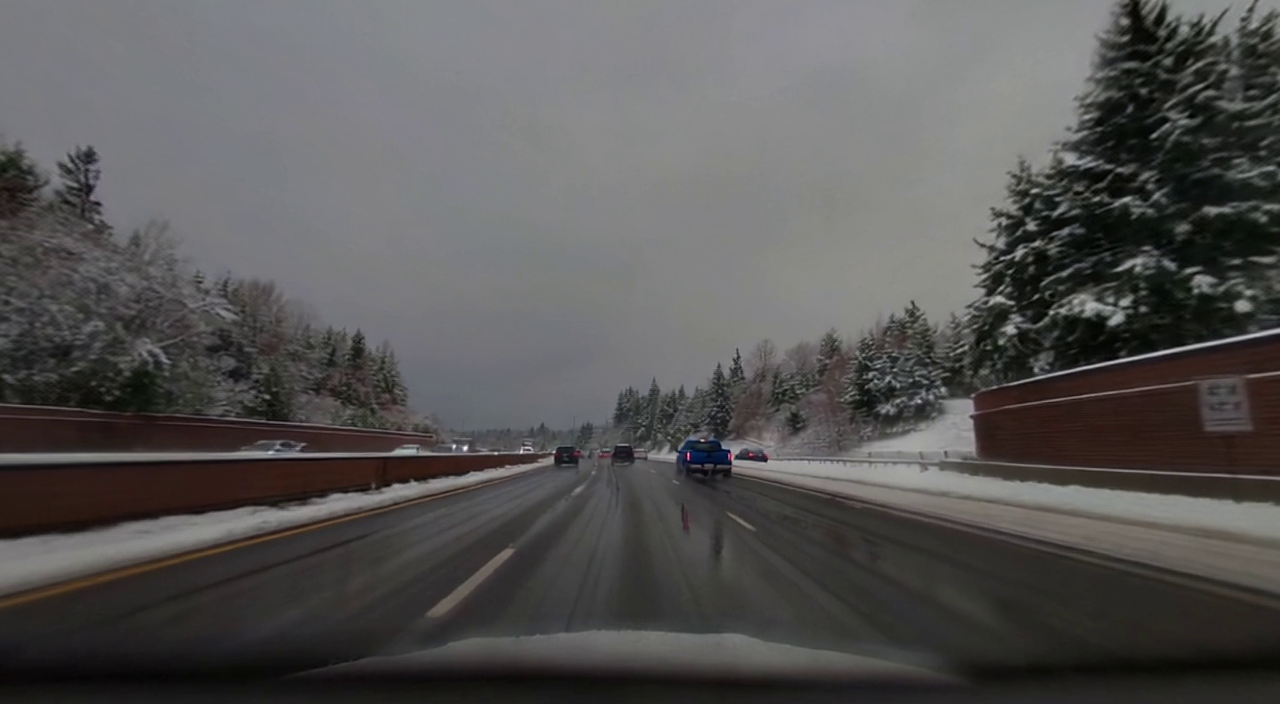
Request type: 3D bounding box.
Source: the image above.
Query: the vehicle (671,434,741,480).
[{"bbox_3d":[2.949,4.868,29.593,2.374,1.952,5.431,0,-8,-3],"label":"vehicle"}]

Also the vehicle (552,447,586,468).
[{"bbox_3d":[-5.491,8.183,49.108,2.411,1.509,4.641,0,-8,-4],"label":"vehicle"}]

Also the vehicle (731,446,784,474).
[{"bbox_3d":[6.822,6.296,37.117,1.976,1.485,4.925,0,-8,-3],"label":"vehicle"}]

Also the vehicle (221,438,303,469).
[{"bbox_3d":[-22.114,5.967,37.169,1.971,1.670,4.775,0,-8,-2],"label":"vehicle"}]

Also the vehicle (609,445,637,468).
[{"bbox_3d":[-1.336,7.892,47.877,2.050,1.607,3.821,0,-8,-3],"label":"vehicle"}]
